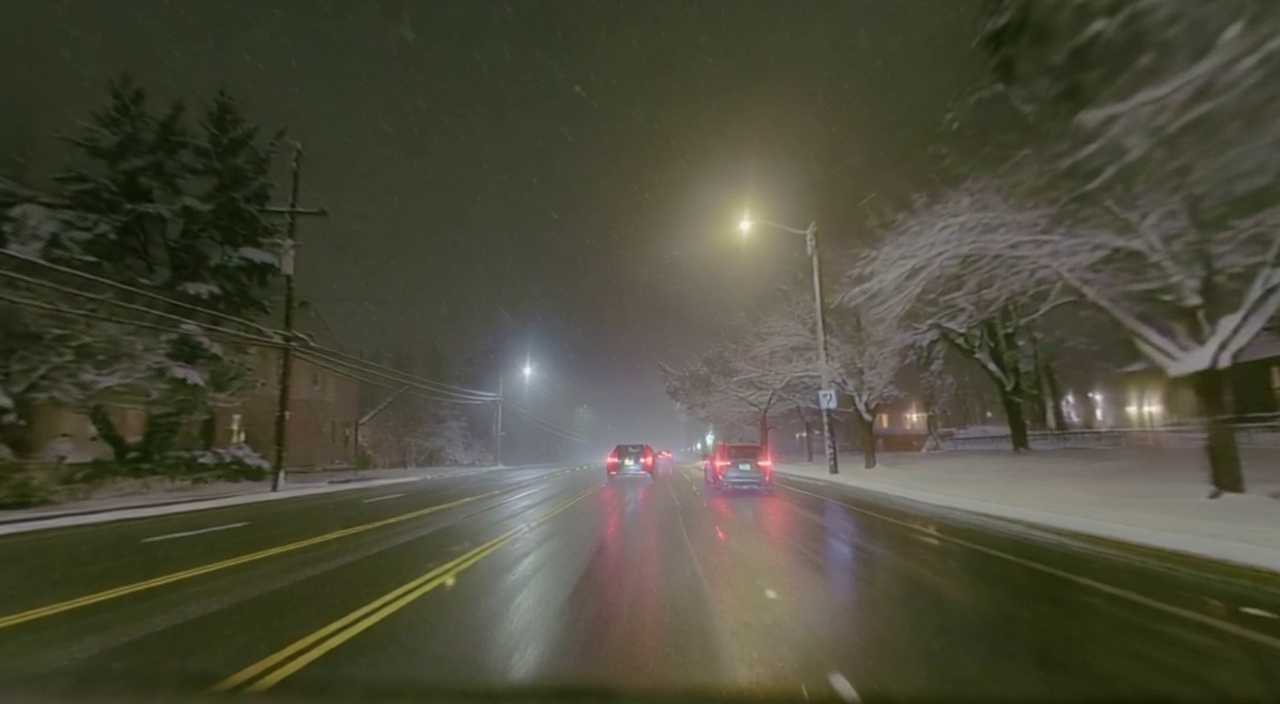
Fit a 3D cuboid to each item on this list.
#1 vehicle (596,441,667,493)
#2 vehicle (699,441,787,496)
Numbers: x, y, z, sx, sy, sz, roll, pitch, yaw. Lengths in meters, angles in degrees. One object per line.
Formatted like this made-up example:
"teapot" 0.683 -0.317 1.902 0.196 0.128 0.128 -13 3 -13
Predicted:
"vehicle" -0.158 3.646 20.316 2.030 1.467 4.403 -1 -9 3
"vehicle" 2.959 3.449 19.010 2.065 1.456 4.099 0 -9 1
